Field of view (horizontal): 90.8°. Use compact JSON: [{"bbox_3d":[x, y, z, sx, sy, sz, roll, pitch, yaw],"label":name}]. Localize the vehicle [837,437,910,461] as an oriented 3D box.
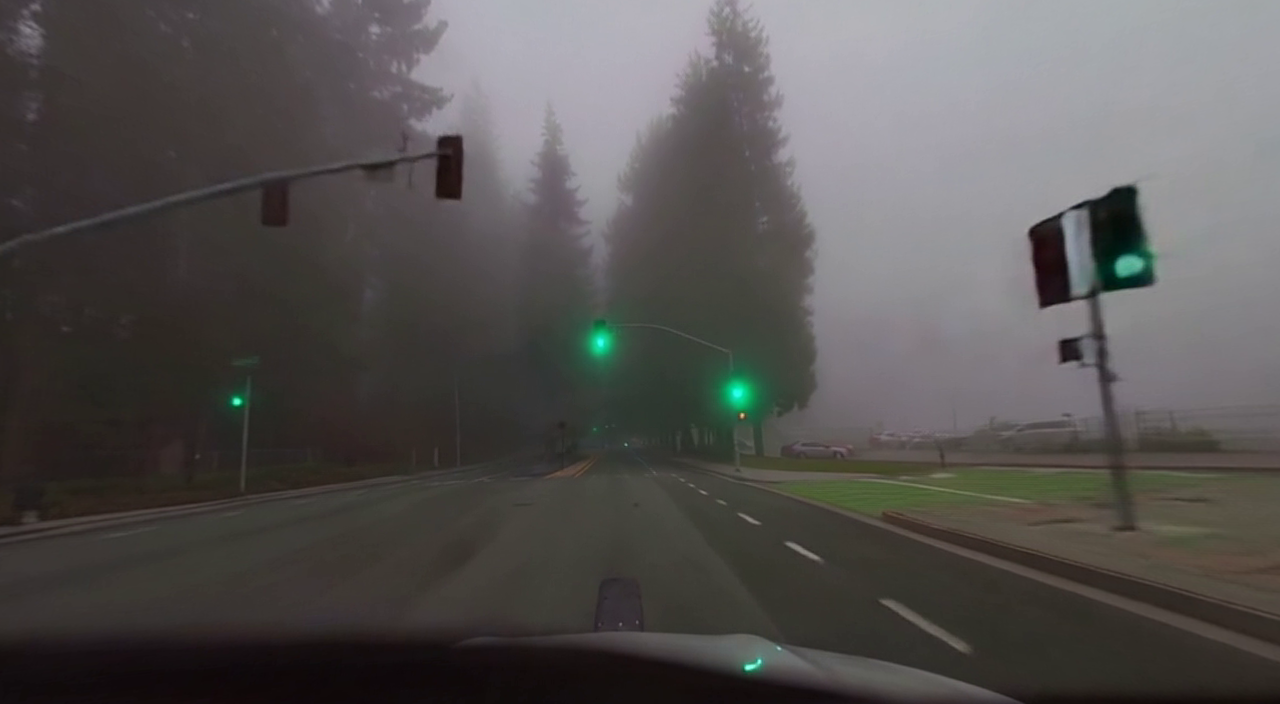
[{"bbox_3d":[14.666,6.110,39.801,3.914,1.415,1.626,0,-8,1],"label":"vehicle"}]
